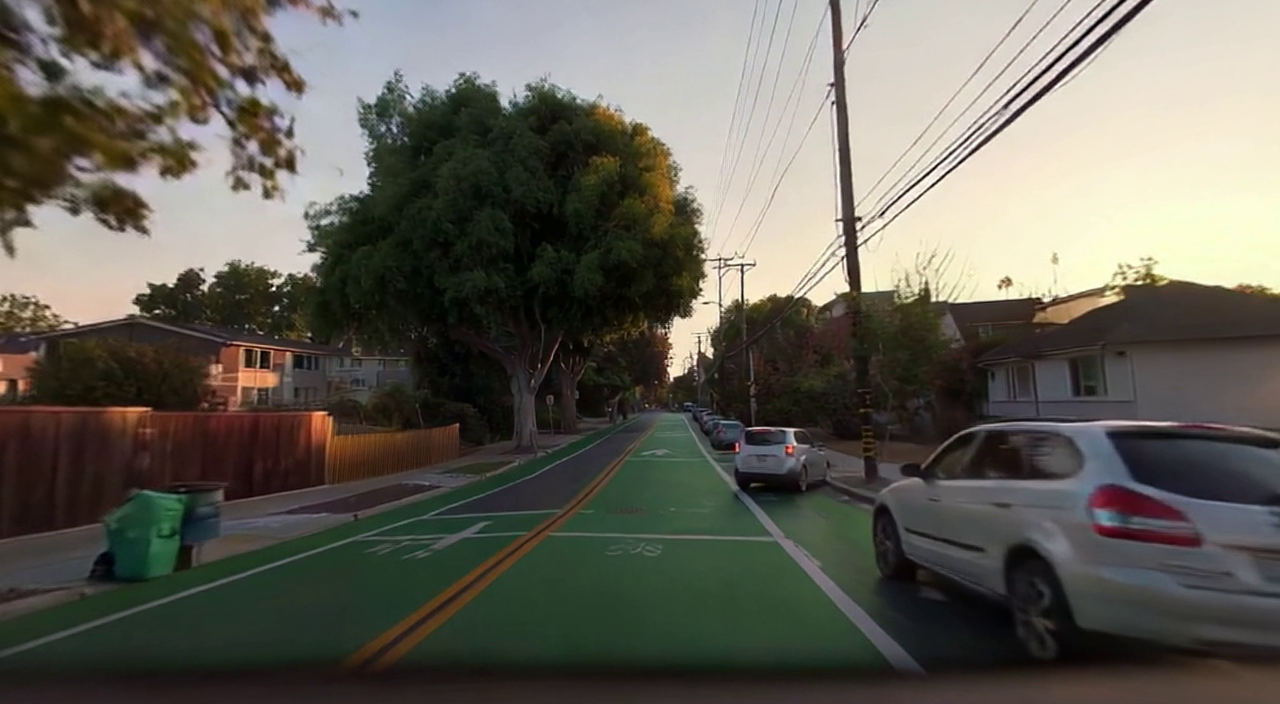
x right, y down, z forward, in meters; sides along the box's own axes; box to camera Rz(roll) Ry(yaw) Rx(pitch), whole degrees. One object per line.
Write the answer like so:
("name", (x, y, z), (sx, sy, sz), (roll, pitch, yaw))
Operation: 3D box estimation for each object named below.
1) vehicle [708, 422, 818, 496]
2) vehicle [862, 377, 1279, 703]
("vehicle", (3.016, 2.563, 15.450), (2.235, 1.500, 4.496), (-2, -9, 12))
("vehicle", (3.446, 1.277, 4.839), (1.909, 1.694, 4.472), (0, -9, 1))
